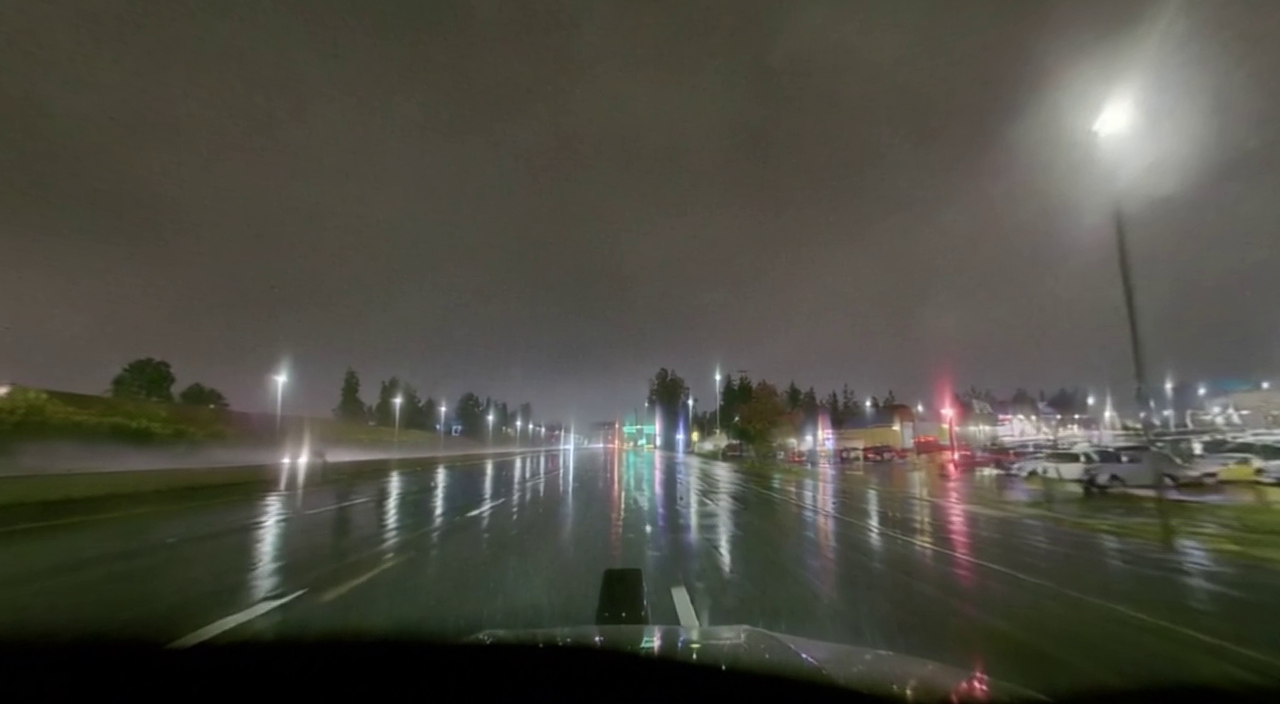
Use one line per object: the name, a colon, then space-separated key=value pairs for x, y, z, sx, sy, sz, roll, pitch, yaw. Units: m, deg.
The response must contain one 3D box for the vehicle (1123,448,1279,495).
vehicle: x=27.053 y=5.732 z=30.446 sx=5.531 sy=1.855 sz=2.208 roll=-3 pitch=-8 yaw=-1
